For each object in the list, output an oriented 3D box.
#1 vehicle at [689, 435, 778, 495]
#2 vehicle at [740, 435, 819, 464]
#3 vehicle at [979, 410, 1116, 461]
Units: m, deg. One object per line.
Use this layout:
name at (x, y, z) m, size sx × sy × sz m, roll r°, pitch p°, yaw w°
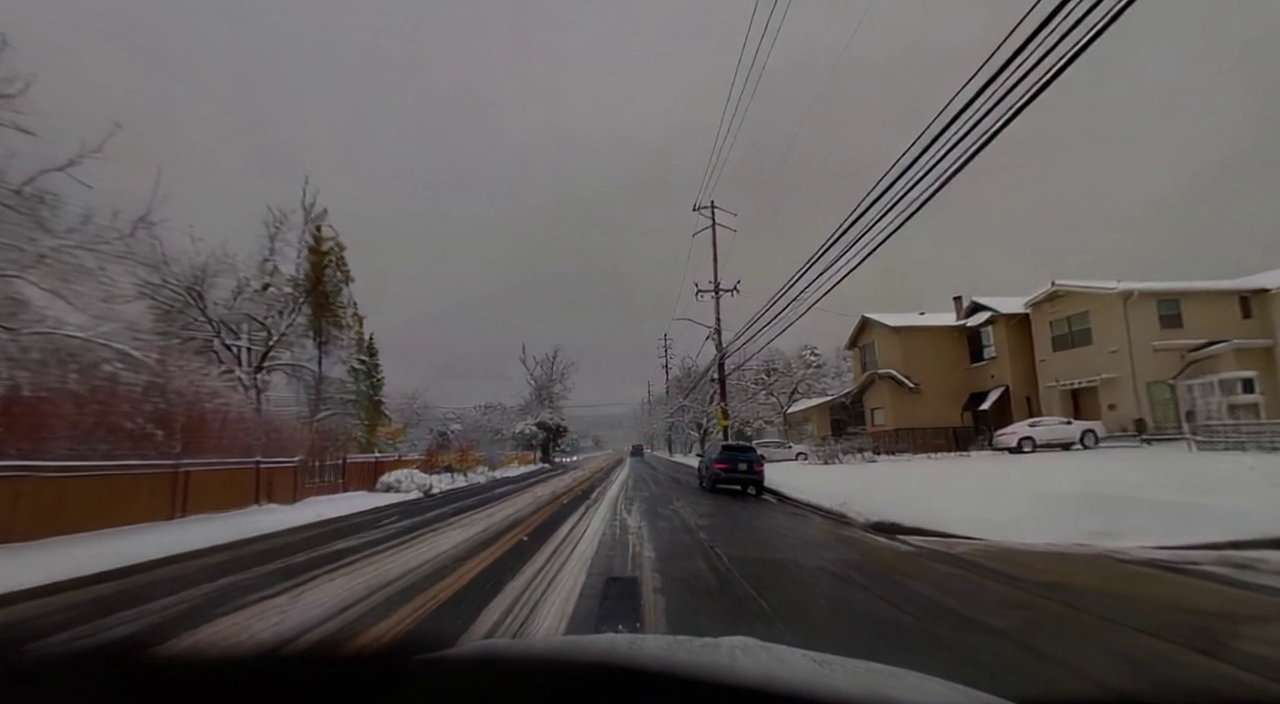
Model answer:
vehicle at (2.891, 3.635, 20.612) m, size 2.108 × 1.710 × 4.499 m, roll 0°, pitch -9°, yaw -1°
vehicle at (8.927, 6.281, 40.781) m, size 4.585 × 1.823 × 1.991 m, roll 0°, pitch -9°, yaw 1°
vehicle at (18.102, 3.753, 28.273) m, size 4.457 × 1.780 × 2.170 m, roll -5°, pitch -9°, yaw 0°
